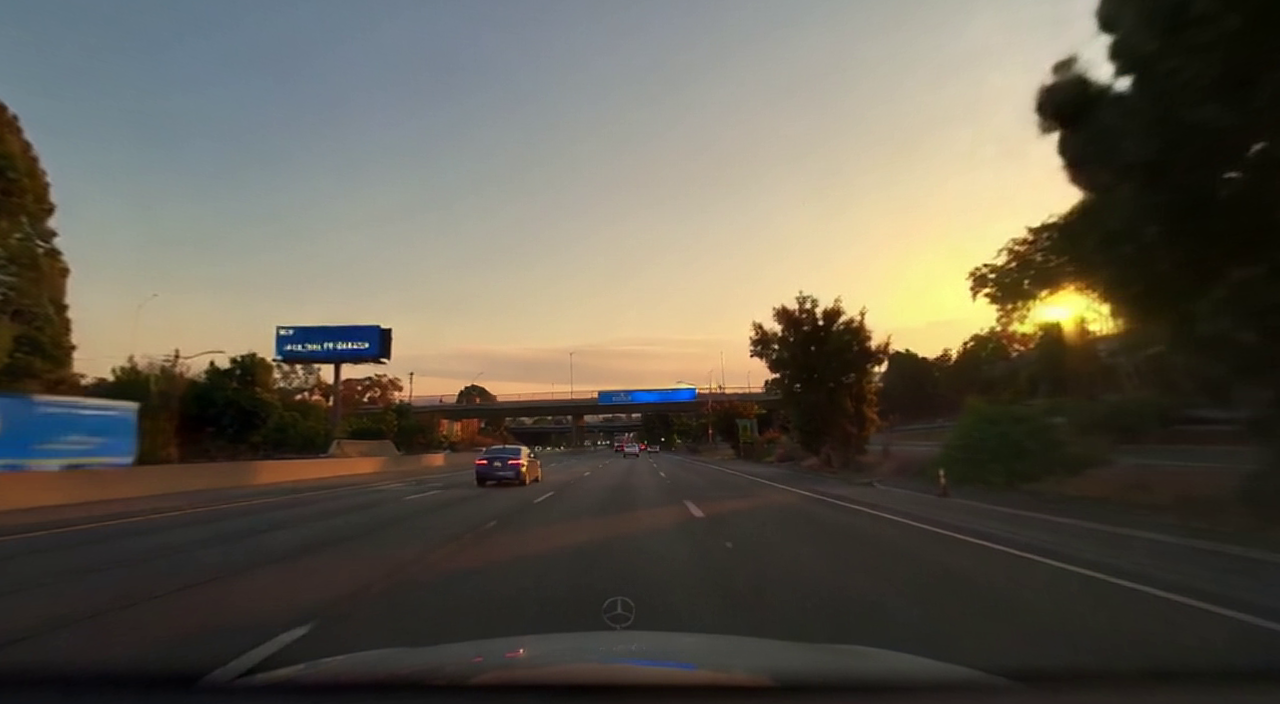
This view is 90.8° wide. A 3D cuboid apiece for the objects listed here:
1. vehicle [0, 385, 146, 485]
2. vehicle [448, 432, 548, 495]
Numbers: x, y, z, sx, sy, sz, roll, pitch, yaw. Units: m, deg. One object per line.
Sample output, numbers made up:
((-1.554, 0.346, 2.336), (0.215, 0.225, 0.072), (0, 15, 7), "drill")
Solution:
((-26.135, 3.057, 23.359), (2.850, 3.808, 16.213), (0, -9, 0), "vehicle")
((-4.336, 3.483, 20.131), (2.102, 1.727, 4.704), (0, -9, 0), "vehicle")
